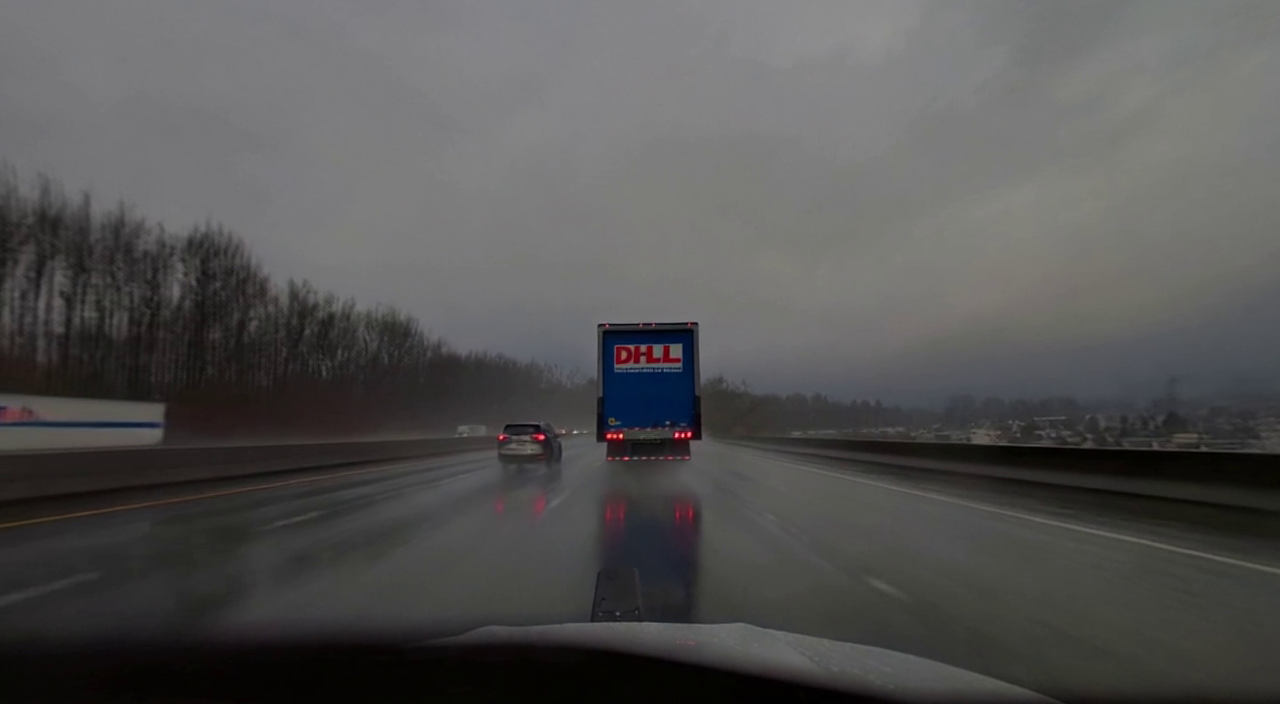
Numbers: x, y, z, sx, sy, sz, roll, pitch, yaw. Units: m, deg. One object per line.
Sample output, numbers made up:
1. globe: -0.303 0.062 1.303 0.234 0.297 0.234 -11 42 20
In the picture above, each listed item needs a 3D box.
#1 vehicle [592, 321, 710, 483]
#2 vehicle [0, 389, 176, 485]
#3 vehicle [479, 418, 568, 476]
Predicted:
1. vehicle: 0.181 1.864 20.800 3.011 4.211 8.926 0 -8 -1
2. vehicle: -30.579 4.099 30.275 3.258 4.291 17.587 0 -8 0
3. vehicle: -3.971 3.343 22.427 2.394 1.787 5.186 0 -8 -2
